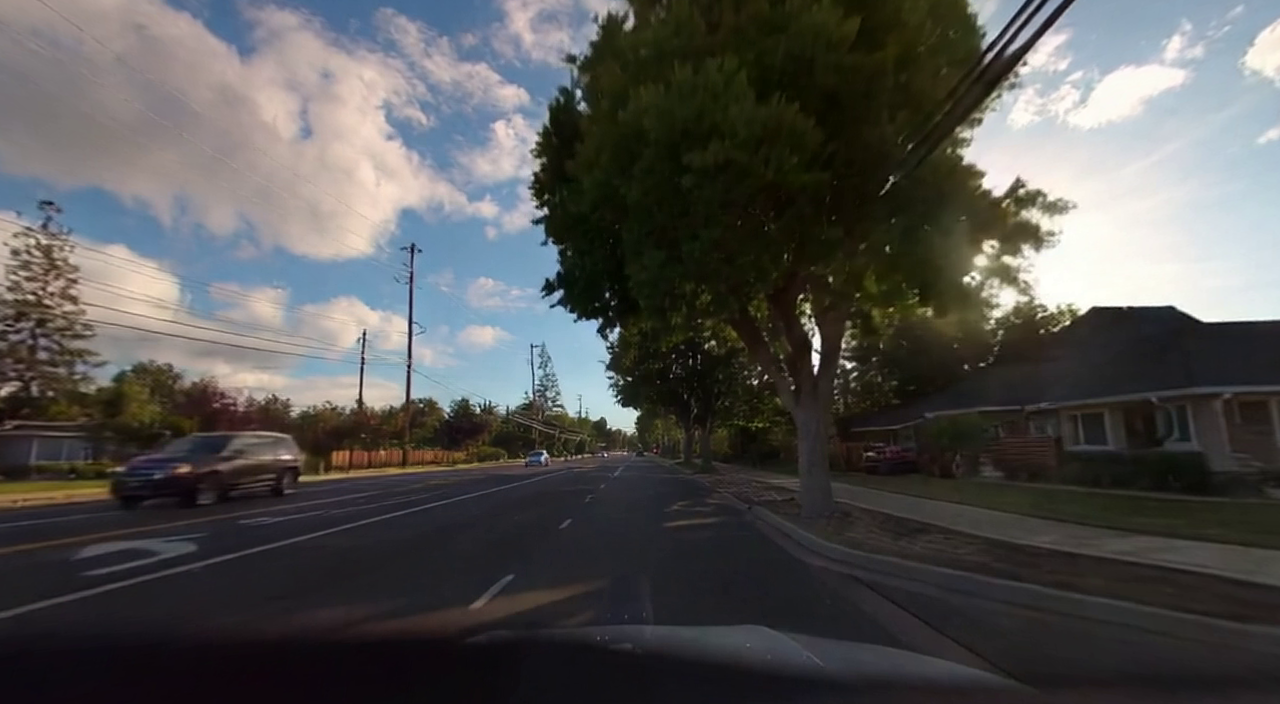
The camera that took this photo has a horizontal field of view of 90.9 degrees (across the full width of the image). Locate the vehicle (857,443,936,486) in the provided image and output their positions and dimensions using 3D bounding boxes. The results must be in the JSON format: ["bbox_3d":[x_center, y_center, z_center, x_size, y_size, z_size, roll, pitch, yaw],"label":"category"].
[{"bbox_3d":[10.754,4.727,26.698,1.737,1.633,3.268,-1,-9,-4],"label":"vehicle"}]

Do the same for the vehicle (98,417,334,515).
[{"bbox_3d":[-9.267,2.537,14.440,2.057,1.865,4.626,0,-9,1],"label":"vehicle"}]
